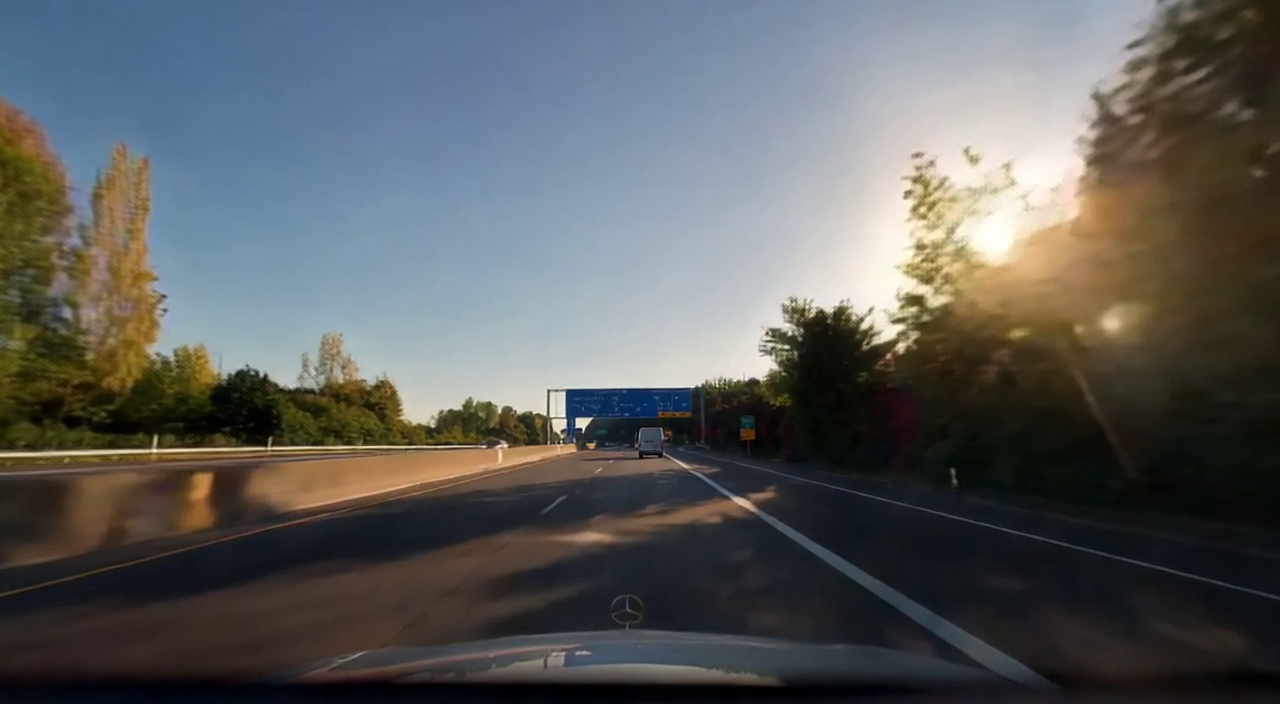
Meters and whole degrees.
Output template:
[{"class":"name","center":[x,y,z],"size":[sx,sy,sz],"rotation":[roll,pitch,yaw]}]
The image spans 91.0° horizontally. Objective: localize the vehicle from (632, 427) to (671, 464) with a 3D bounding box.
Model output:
[{"class":"vehicle","center":[0.715,5.812,39.248],"size":[2.277,2.109,4.922],"rotation":[0,-8,1]}]
